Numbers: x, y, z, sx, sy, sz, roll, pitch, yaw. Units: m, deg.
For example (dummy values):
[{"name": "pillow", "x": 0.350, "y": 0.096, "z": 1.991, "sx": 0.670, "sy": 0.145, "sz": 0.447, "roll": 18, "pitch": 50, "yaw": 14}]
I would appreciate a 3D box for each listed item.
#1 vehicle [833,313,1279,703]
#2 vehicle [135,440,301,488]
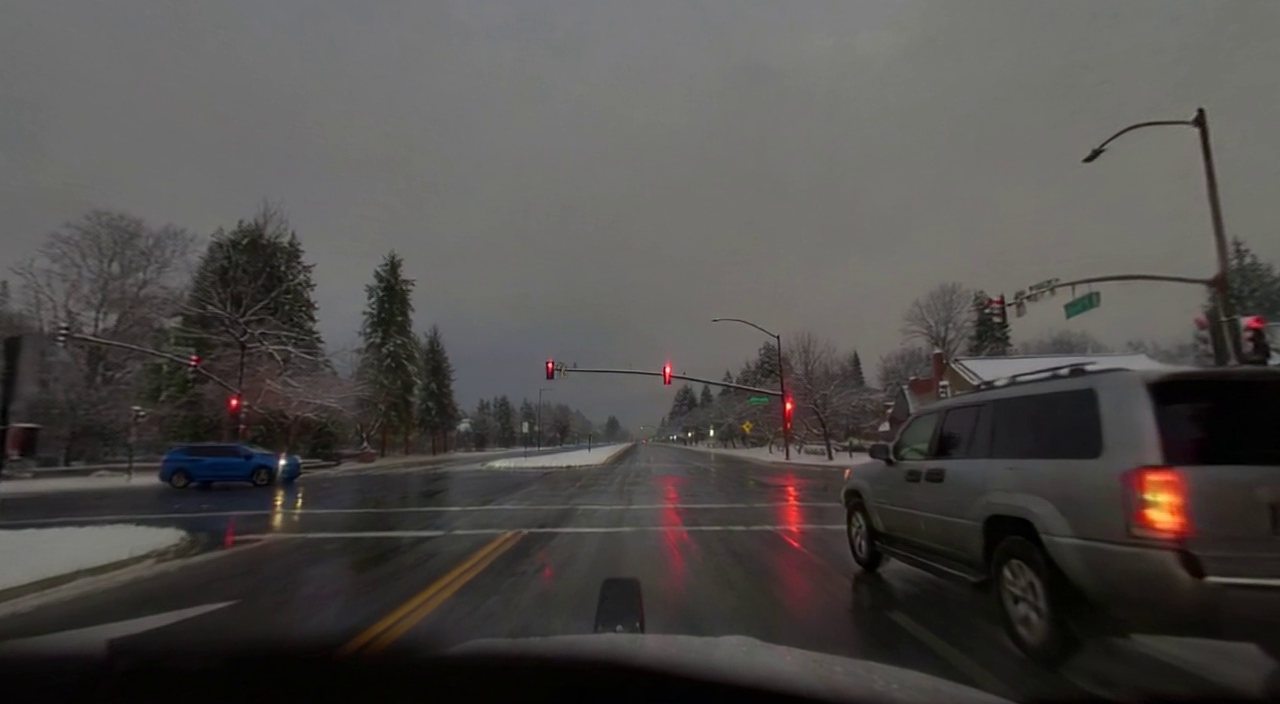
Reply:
[{"name": "vehicle", "x": 3.457, "y": 1.094, "z": 4.960, "sx": 2.229, "sy": 1.795, "sz": 4.927, "roll": 0, "pitch": -9, "yaw": -1}, {"name": "vehicle", "x": -15.661, "y": 4.175, "z": 23.795, "sx": 4.737, "sy": 1.659, "sz": 2.042, "roll": 3, "pitch": -9, "yaw": -18}]
